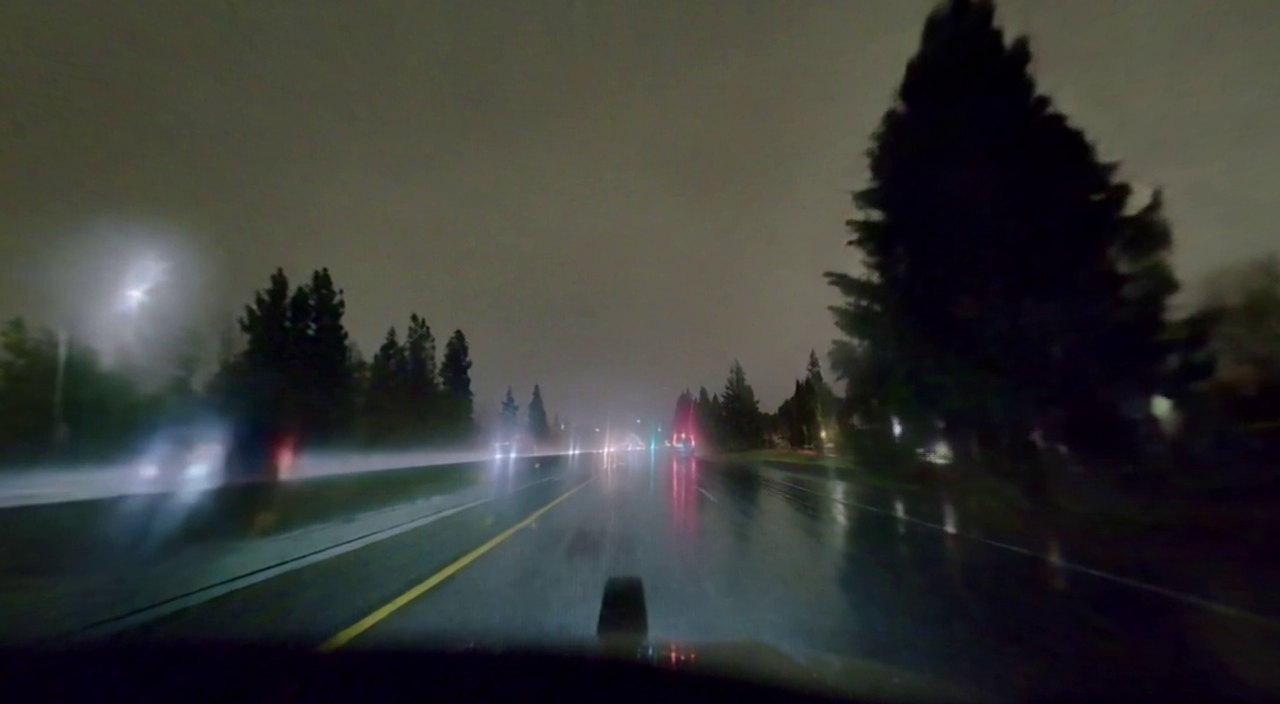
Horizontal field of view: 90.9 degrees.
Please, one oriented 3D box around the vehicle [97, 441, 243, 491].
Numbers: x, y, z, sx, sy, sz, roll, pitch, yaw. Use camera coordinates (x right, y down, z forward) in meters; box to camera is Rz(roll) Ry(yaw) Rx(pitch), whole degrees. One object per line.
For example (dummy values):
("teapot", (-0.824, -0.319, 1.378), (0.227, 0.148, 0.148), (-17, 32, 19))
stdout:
("vehicle", (-17.912, 4.330, 24.390), (1.970, 1.719, 4.579), (-1, -9, 2))
